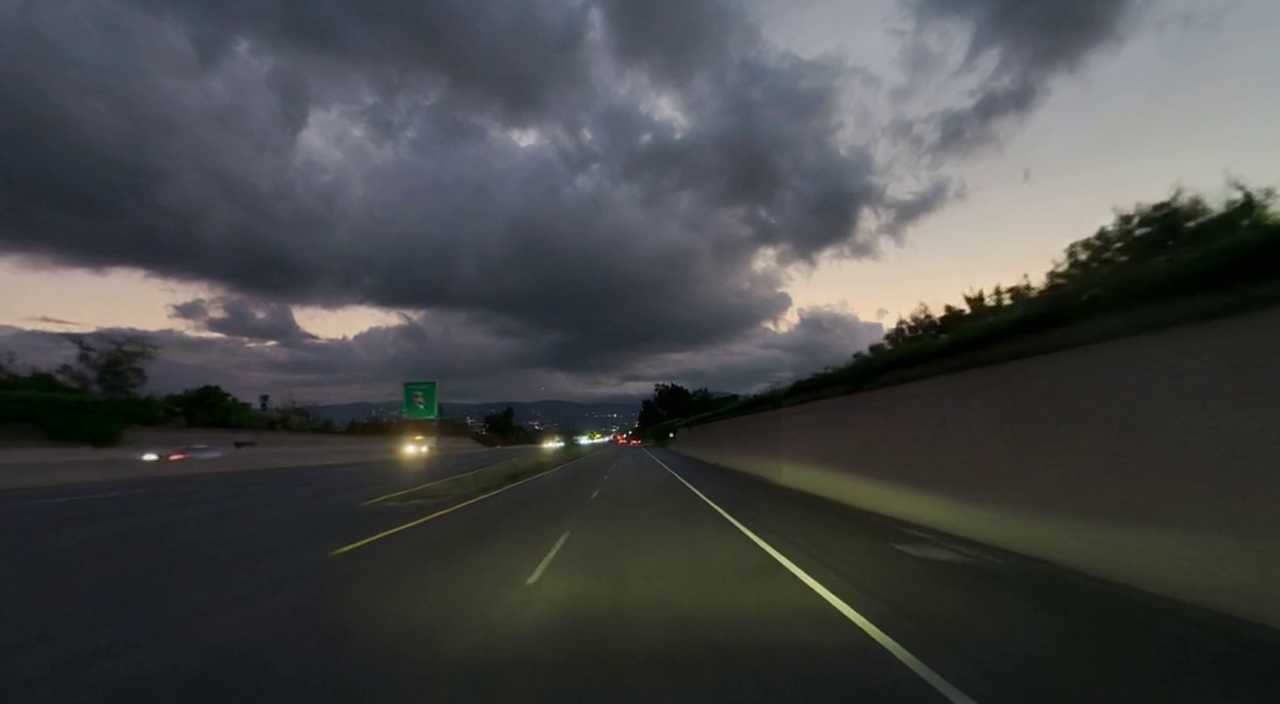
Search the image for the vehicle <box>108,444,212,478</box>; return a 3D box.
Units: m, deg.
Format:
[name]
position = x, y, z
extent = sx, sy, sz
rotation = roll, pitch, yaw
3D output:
[vehicle]
position = -23.611, 5.337, 31.210
extent = 1.899, 1.481, 4.618
rotation = 0, -8, -5
